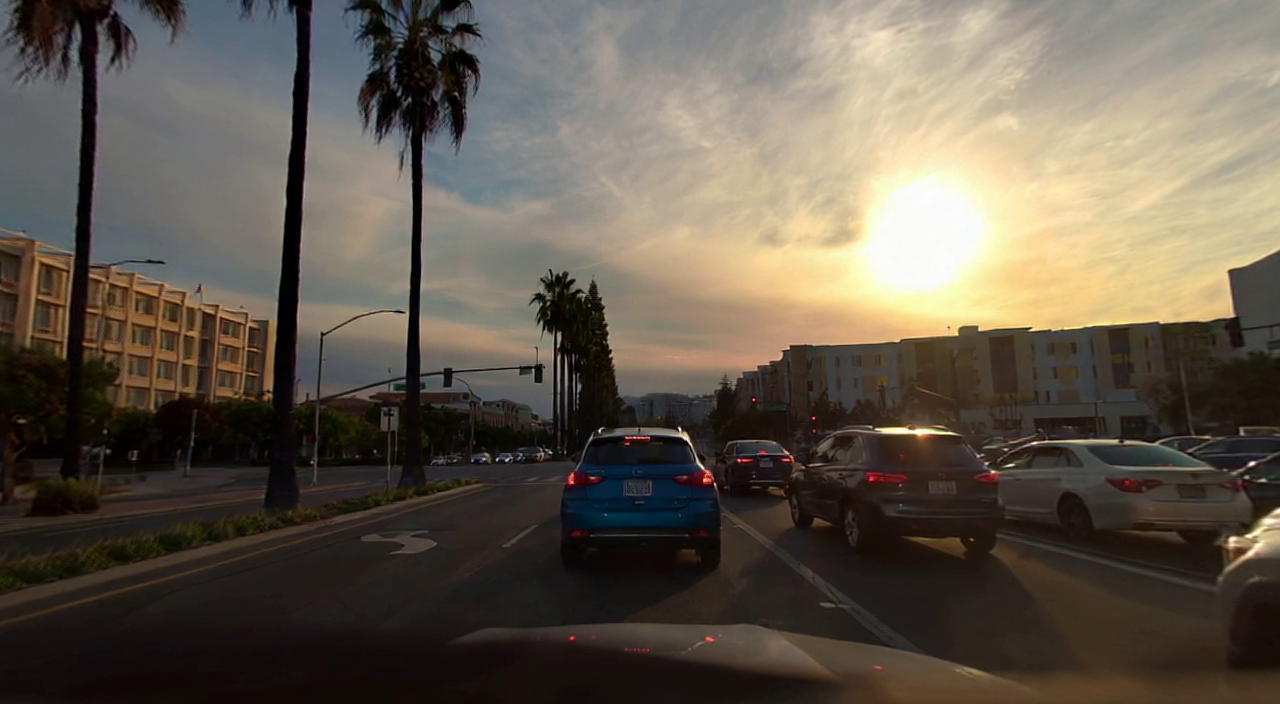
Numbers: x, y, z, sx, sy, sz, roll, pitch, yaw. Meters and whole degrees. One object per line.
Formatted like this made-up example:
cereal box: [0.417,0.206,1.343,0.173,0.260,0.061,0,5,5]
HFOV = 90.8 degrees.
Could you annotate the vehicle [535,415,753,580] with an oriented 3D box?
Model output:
vehicle: [0.031,1.706,8.133,2.083,1.572,4.021,0,-9,0]

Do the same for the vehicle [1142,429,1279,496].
vehicle: [18.043,3.207,18.506,4.786,1.848,2.107,0,-9,-1]

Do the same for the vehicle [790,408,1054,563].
vehicle: [3.671,1.819,9.252,1.947,1.725,4.159,0,-9,1]

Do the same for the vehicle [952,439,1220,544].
vehicle: [7.365,2.294,11.055,1.832,1.477,3.981,0,-9,1]
